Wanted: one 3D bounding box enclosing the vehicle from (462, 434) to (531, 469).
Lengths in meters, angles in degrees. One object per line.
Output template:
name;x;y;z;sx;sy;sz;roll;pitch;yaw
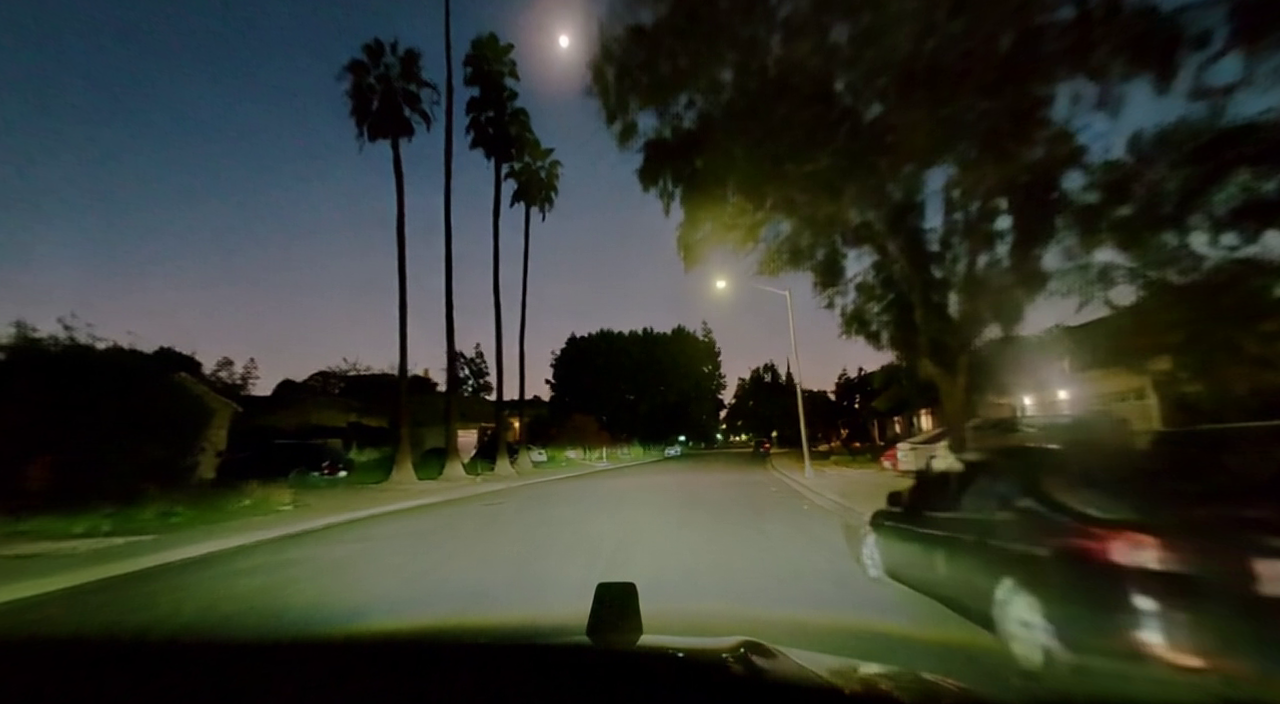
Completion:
vehicle;-9.401;6.582;41.515;3.918;1.719;1.988;-4;-21;5

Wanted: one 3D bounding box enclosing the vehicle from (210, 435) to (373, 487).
vehicle;-12.580;3.907;22.821;5.015;1.746;1.968;-2;-9;13

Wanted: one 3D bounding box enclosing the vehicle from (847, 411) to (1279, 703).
vehicle;3.198;1.294;4.457;2.045;1.519;4.231;0;-8;1
